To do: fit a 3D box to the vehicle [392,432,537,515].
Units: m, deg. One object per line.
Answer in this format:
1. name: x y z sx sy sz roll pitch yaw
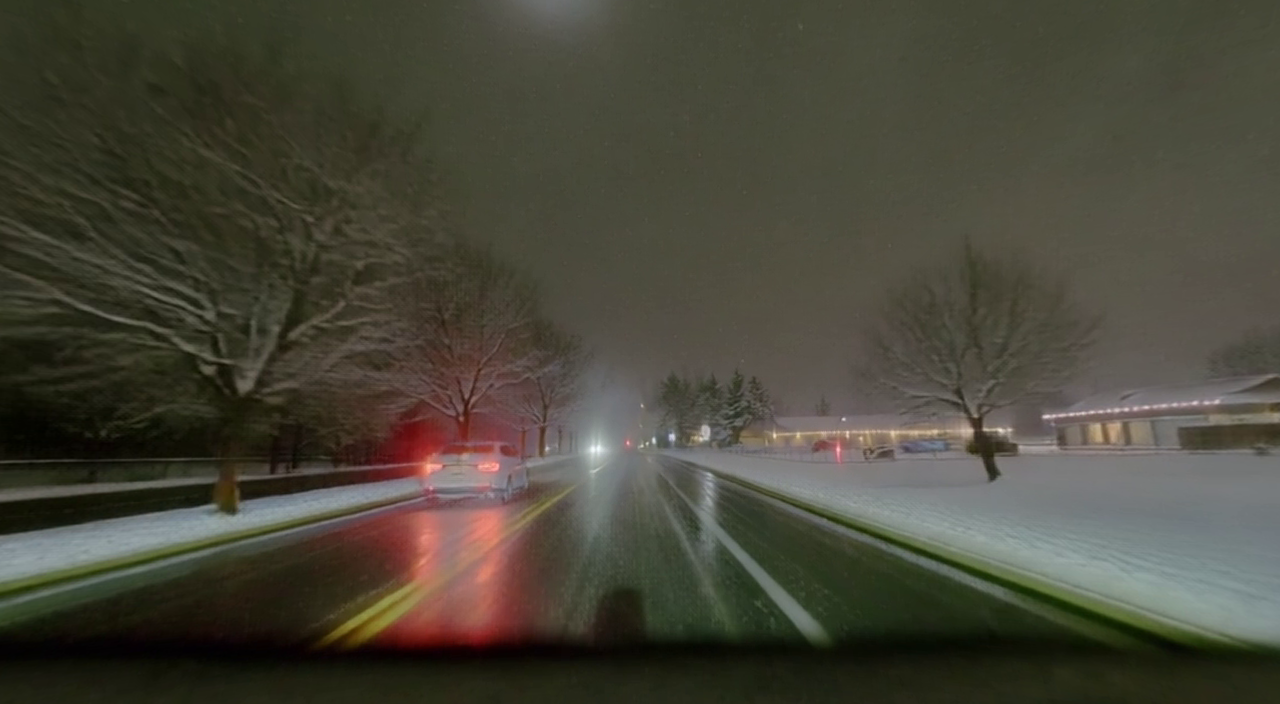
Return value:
1. vehicle: -3.642 2.604 13.966 2.030 1.550 3.925 0 -8 1
